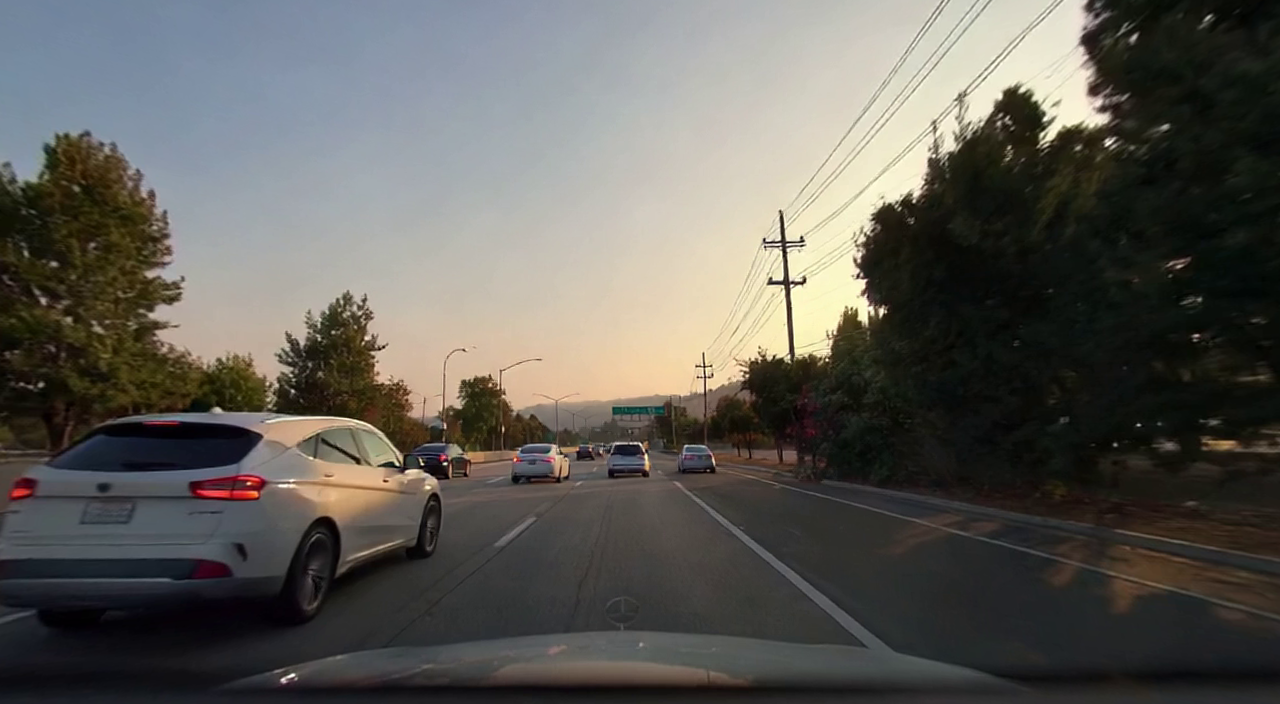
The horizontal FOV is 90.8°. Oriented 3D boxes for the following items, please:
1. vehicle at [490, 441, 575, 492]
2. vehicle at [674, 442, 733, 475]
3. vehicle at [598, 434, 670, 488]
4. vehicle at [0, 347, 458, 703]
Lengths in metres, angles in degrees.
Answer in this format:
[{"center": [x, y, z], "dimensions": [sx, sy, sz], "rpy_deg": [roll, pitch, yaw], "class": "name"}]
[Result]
[{"center": [-3.357, 3.648, 20.581], "dimensions": [1.958, 1.447, 4.454], "rpy_deg": [0, -8, 0], "class": "vehicle"}, {"center": [2.964, 5.087, 30.550], "dimensions": [2.197, 1.464, 4.356], "rpy_deg": [0, -8, -3], "class": "vehicle"}, {"center": [-0.219, 3.765, 22.230], "dimensions": [2.284, 1.699, 4.168], "rpy_deg": [0, -8, -1], "class": "vehicle"}, {"center": [-3.251, 1.175, 4.895], "dimensions": [2.277, 1.728, 4.661], "rpy_deg": [0, -8, 0], "class": "vehicle"}]
